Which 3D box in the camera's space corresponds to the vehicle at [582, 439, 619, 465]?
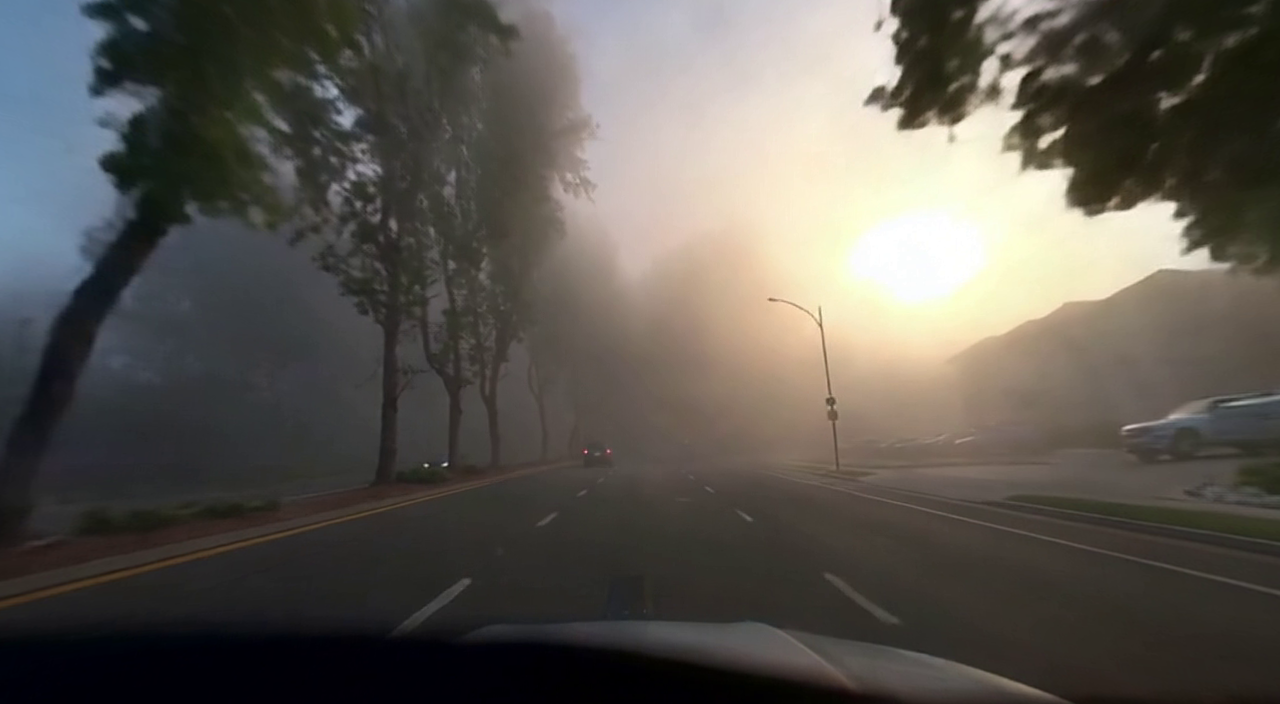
[{"bbox_3d":[-2.735,7.117,45.041,2.283,1.716,4.395,0,-8,1],"label":"vehicle"}]
